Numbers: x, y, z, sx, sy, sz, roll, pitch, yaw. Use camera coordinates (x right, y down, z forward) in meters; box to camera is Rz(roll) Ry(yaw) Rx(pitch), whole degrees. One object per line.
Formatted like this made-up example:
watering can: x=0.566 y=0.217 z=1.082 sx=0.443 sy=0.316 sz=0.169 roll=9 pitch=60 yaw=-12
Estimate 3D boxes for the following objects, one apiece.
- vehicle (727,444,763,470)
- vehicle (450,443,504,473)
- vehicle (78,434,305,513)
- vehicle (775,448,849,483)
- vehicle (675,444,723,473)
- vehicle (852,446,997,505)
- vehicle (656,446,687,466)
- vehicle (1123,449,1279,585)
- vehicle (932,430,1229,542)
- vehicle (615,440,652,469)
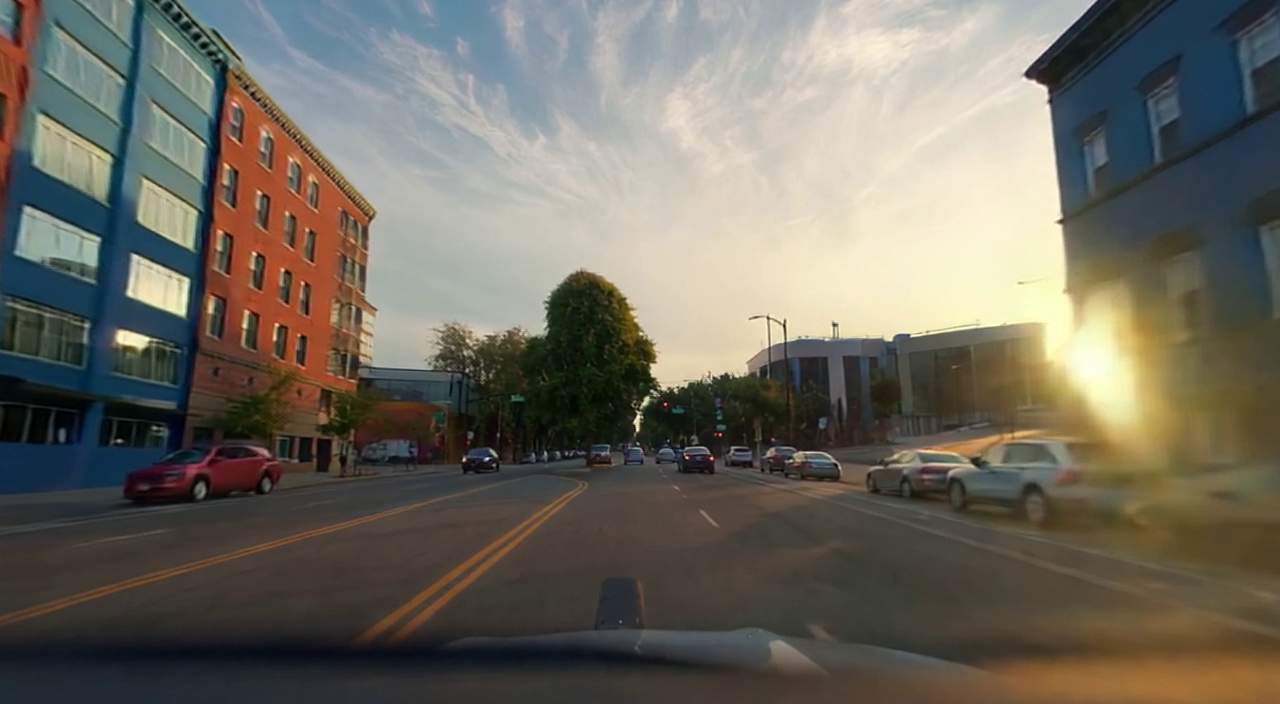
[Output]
vehicle: x=7.914 y=7.926 z=47.904 sx=1.959 sy=1.719 sz=4.538 roll=1 pitch=-8 yaw=0
vehicle: x=-10.075 y=6.579 z=39.472 sx=2.212 sy=1.784 sz=4.626 roll=0 pitch=-8 yaw=-1
vehicle: x=-14.454 y=3.953 z=21.143 sx=2.822 sy=2.230 sz=6.145 roll=0 pitch=-9 yaw=3
vehicle: x=8.036 y=5.334 z=30.071 sx=2.054 sy=1.455 sz=4.786 roll=0 pitch=-8 yaw=-2
vehicle: x=3.256 y=6.035 z=36.115 sx=2.238 sy=1.499 sz=4.964 roll=0 pitch=-8 yaw=0
vehicle: x=8.167 y=3.549 z=18.719 sx=2.072 sy=1.479 sz=4.603 roll=0 pitch=-8 yaw=-1
vehicle: x=2.368 y=7.916 z=48.227 sx=2.019 sy=1.462 sz=4.155 roll=0 pitch=-8 yaw=-1
vehicle: x=8.149 y=1.804 z=6.766 sx=2.075 sy=1.467 sz=4.800 roll=0 pitch=-8 yaw=-1
vehicle: x=8.155 y=2.519 z=12.530 sx=2.310 sy=1.753 sz=4.814 roll=0 pitch=-9 yaw=-1
vehicle: x=-0.413 y=6.858 z=42.524 sx=2.329 sy=1.842 sz=4.537 roll=0 pitch=-8 yaw=0
